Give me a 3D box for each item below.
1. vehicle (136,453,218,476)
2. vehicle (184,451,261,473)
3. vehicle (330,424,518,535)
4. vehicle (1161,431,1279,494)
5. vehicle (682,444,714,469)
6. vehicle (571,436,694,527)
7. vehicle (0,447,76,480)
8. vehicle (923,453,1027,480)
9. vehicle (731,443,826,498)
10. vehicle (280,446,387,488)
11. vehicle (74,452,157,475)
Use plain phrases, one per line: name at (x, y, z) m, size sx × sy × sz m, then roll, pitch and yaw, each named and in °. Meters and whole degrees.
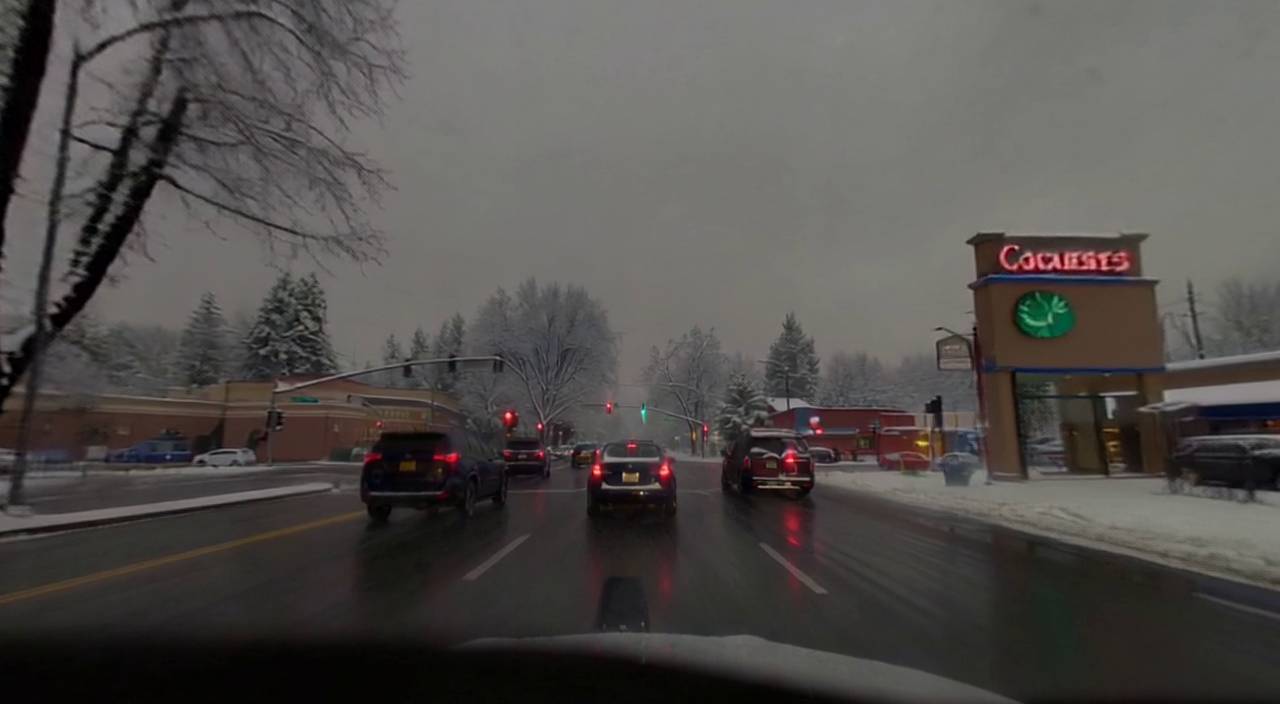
vehicle at (-31.260, 7.586, 42.675) m, size 4.106 × 1.384 × 1.878 m, roll 4°, pitch -9°, yaw -25°
vehicle at (-30.921, 8.149, 46.865) m, size 4.523 × 1.469 × 1.986 m, roll 5°, pitch -10°, yaw -28°
vehicle at (-3.731, 2.267, 11.799) m, size 1.983 × 1.685 × 3.997 m, roll 0°, pitch -8°, yaw 2°
vehicle at (17.761, 3.089, 17.793) m, size 1.907 × 1.669 × 4.147 m, roll 5°, pitch -10°, yaw -29°
vehicle at (3.936, 7.116, 43.107) m, size 1.848 × 1.665 × 3.747 m, roll 0°, pitch -8°, yaw 0°
vehicle at (-0.132, 2.550, 13.005) m, size 2.121 × 1.563 × 4.031 m, roll 0°, pitch -8°, yaw 0°
vehicle at (-38.603, 6.837, 38.438) m, size 5.759 × 1.815 × 2.218 m, roll 2°, pitch -8°, yaw -29°
vehicle at (19.147, 6.576, 36.192) m, size 4.795 × 1.457 × 1.986 m, roll -1°, pitch -9°, yaw 4°
vehicle at (4.069, 3.545, 19.301) m, size 1.979 × 1.485 × 4.207 m, roll 0°, pitch -8°, yaw 0°
vehicle at (-11.999, 4.496, 25.082) m, size 1.900 × 1.466 × 4.627 m, roll 0°, pitch -8°, yaw 1°
vehicle at (-36.419, 7.727, 43.884) m, size 4.062 × 1.493 × 1.899 m, roll 4°, pitch -10°, yaw -27°
